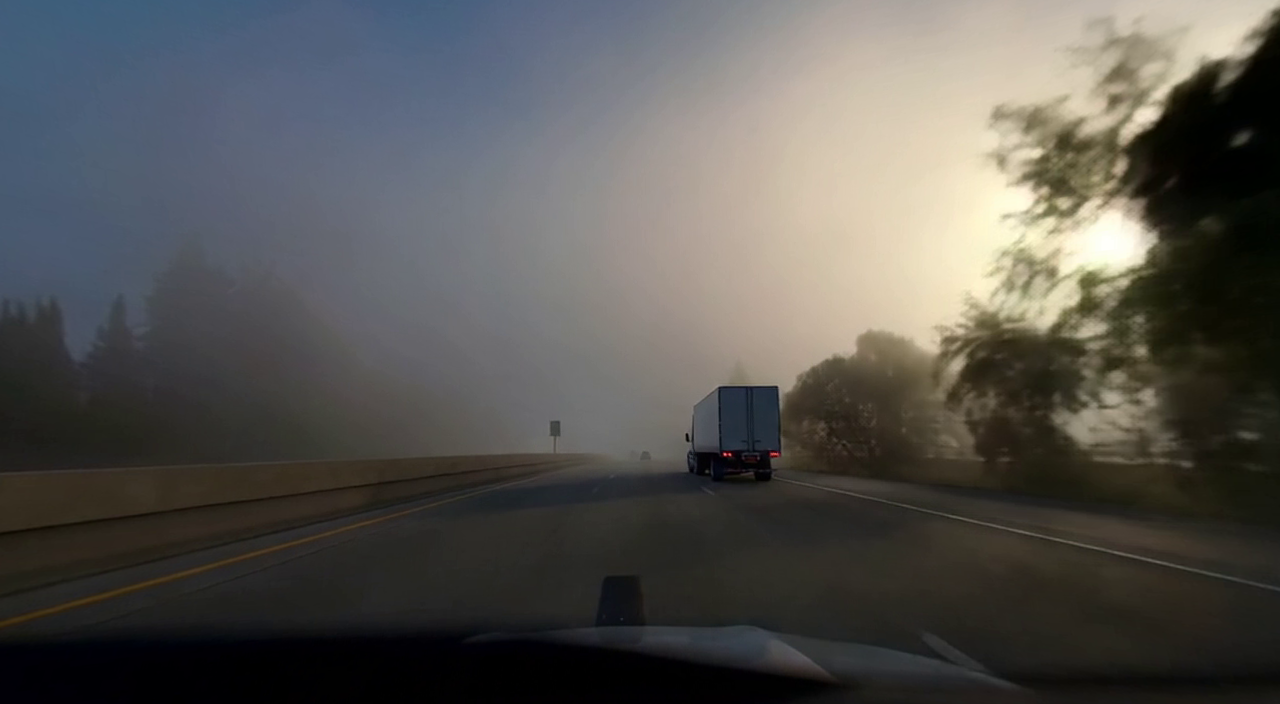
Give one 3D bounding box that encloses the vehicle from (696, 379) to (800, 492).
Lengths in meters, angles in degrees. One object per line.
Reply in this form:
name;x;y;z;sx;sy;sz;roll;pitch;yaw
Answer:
vehicle;4.698;4.116;30.494;3.058;4.312;12.251;0;-9;1
